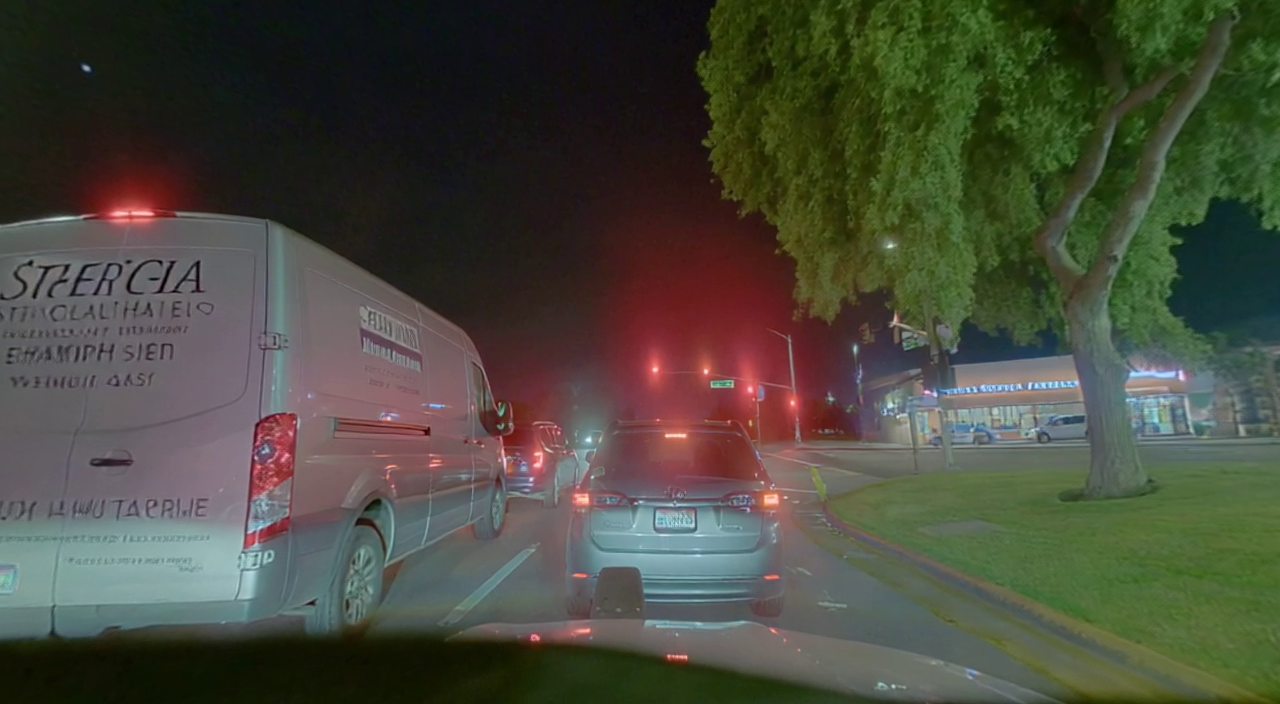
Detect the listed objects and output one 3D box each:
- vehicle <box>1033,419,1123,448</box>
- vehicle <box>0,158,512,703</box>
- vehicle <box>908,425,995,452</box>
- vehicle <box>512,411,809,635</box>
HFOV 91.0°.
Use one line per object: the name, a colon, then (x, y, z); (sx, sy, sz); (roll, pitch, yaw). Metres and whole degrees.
vehicle: (32.087, 6.031, 46.131); (5.084, 2.041, 2.360); (2, -9, -10)
vehicle: (-3.119, 0.916, 5.854); (2.555, 3.035, 5.702); (0, -8, 0)
vehicle: (21.972, 6.157, 44.520); (5.021, 1.848, 2.210); (1, -9, -9)
vehicle: (0.308, 1.690, 7.314); (2.398, 1.773, 4.254); (-1, -8, 4)
